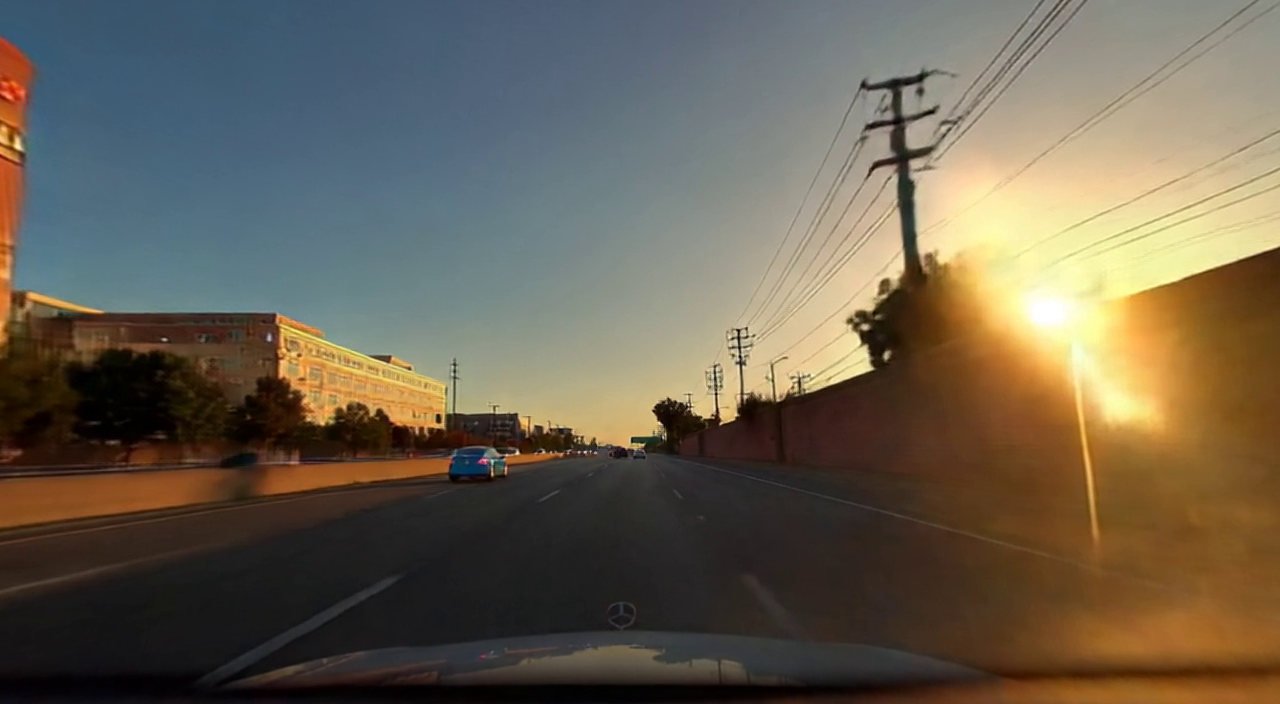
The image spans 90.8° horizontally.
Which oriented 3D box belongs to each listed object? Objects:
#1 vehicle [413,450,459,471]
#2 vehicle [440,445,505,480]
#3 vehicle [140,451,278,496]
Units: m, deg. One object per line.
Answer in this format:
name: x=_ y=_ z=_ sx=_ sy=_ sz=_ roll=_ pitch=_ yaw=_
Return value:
vehicle: x=-14.916 y=7.922 z=46.392 sx=1.820 sy=1.451 sz=4.431 roll=0 pitch=-9 yaw=1
vehicle: x=-7.930 y=5.244 z=30.281 sx=2.013 sy=1.574 sz=3.923 roll=0 pitch=-9 yaw=0
vehicle: x=-15.743 y=4.431 z=23.455 sx=1.918 sy=1.449 sz=4.543 roll=0 pitch=-9 yaw=0
